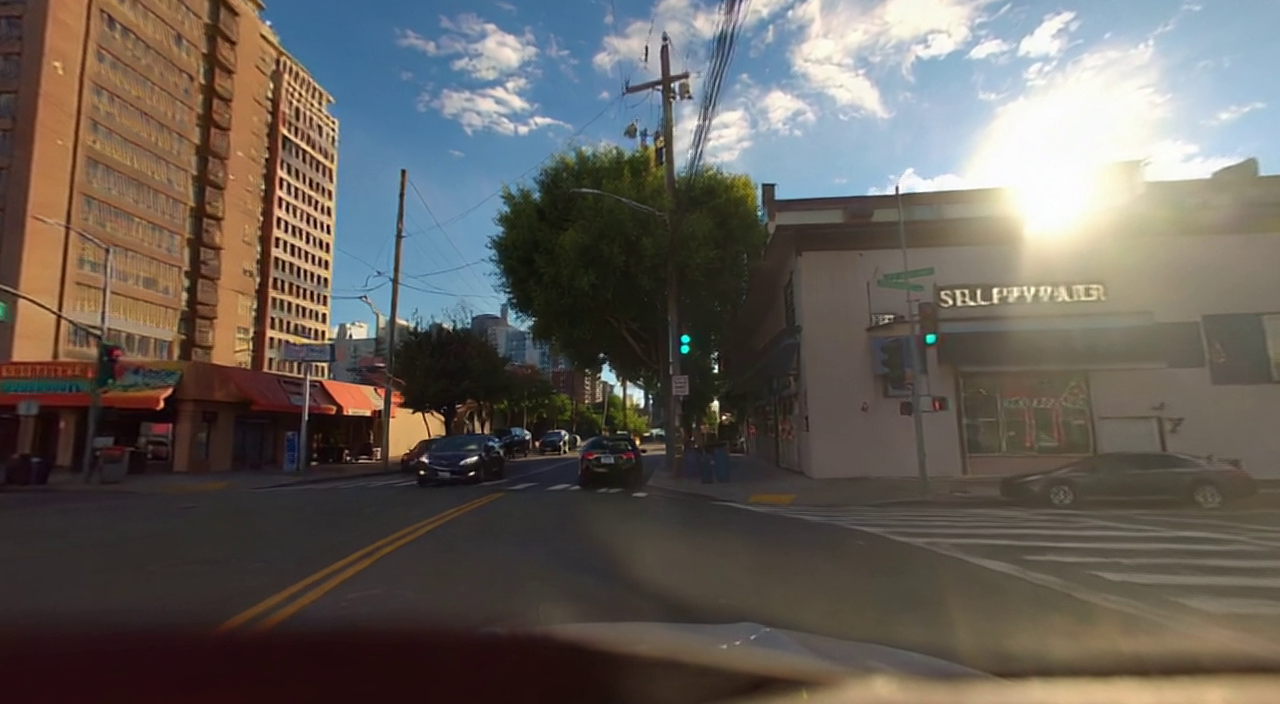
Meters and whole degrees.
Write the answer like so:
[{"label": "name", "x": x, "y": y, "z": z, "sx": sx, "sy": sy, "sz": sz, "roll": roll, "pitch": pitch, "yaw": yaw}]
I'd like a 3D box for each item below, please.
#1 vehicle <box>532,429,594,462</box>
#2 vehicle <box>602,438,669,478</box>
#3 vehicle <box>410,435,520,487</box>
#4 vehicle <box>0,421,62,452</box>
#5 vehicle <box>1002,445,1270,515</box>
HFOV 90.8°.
[{"label": "vehicle", "x": -4.243, "y": 5.292, "z": 35.848, "sx": 2.181, "sy": 1.723, "sz": 4.692, "roll": -2, "pitch": -8, "yaw": 10}, {"label": "vehicle", "x": -0.078, "y": 4.298, "z": 25.972, "sx": 1.892, "sy": 1.481, "sz": 4.365, "roll": -2, "pitch": -8, "yaw": 11}, {"label": "vehicle", "x": -5.524, "y": 3.495, "z": 20.658, "sx": 2.119, "sy": 1.485, "sz": 4.472, "roll": -1, "pitch": -8, "yaw": 3}, {"label": "vehicle", "x": -32.678, "y": 4.343, "z": 32.465, "sx": 1.699, "sy": 1.539, "sz": 4.060, "roll": -2, "pitch": -8, "yaw": 8}, {"label": "vehicle", "x": 11.157, "y": 2.890, "z": 14.552, "sx": 4.426, "sy": 1.446, "sz": 1.795, "roll": -2, "pitch": -8, "yaw": 9}]
